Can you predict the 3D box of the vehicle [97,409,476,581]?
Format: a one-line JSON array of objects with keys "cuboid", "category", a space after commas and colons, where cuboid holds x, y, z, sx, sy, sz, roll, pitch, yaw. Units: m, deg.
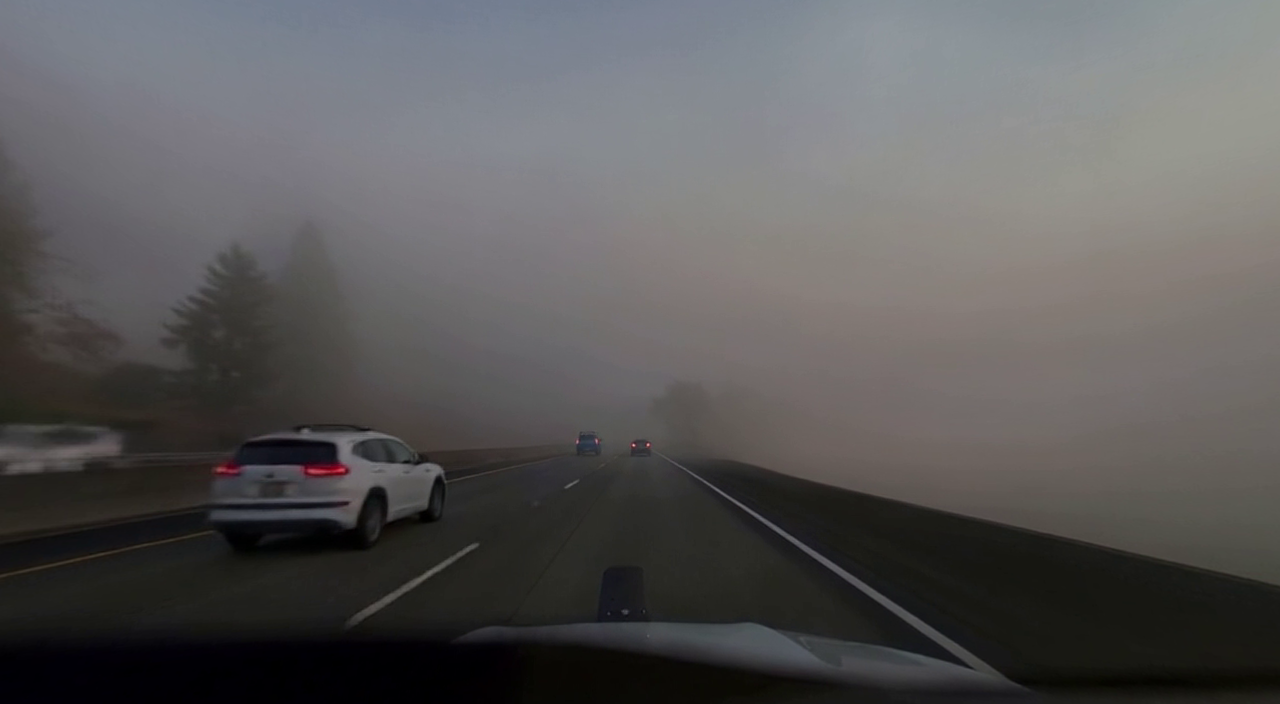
[{"cuboid": [-3.877, 1.653, 8.181, 2.190, 1.571, 4.643, 0, -8, 1], "category": "vehicle"}]
